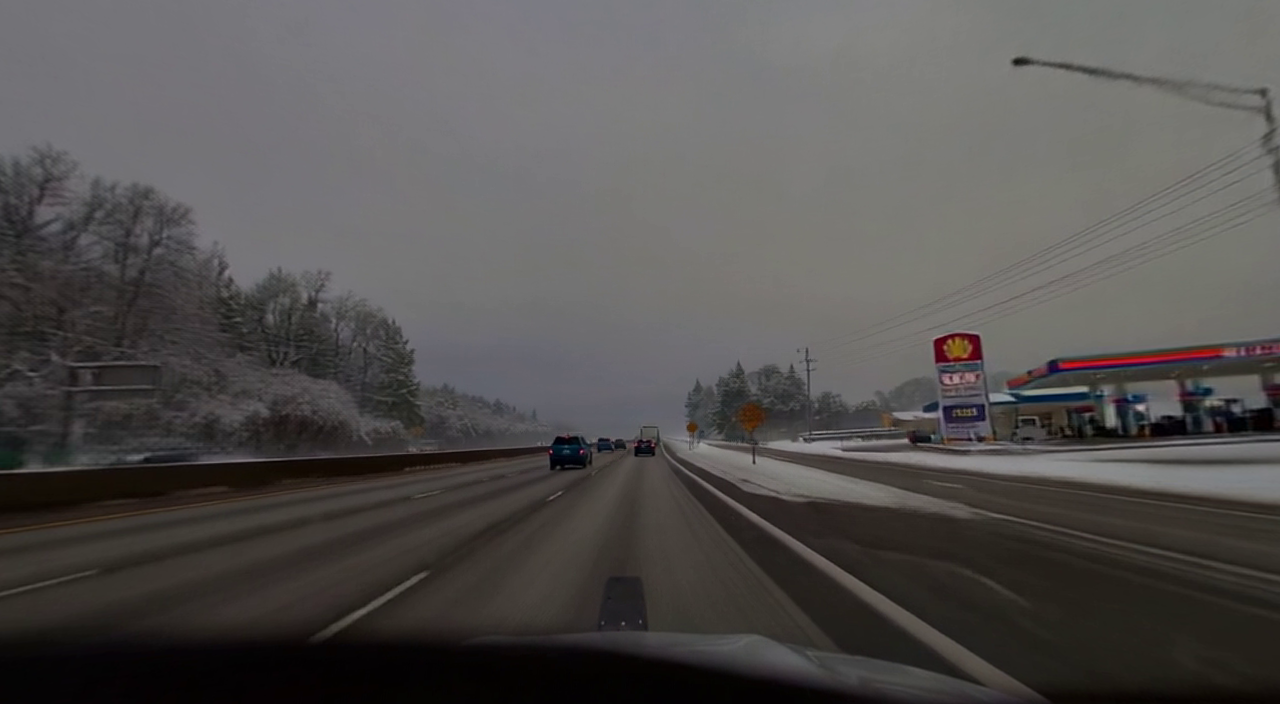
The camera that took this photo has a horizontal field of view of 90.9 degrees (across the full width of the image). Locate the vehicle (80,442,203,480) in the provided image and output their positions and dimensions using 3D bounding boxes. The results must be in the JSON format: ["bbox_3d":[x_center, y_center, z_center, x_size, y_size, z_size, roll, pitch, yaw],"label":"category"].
[{"bbox_3d":[-23.779,5.199,30.378,1.979,1.641,4.898,0,-8,-1],"label":"vehicle"}]

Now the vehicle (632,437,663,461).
[{"bbox_3d":[0.485,6.568,42.761,1.982,1.524,3.800,0,-8,-1],"label":"vehicle"}]

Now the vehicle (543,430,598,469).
[{"bbox_3d":[-3.555,5.148,33.334,2.273,1.884,4.515,0,-8,2],"label":"vehicle"}]
